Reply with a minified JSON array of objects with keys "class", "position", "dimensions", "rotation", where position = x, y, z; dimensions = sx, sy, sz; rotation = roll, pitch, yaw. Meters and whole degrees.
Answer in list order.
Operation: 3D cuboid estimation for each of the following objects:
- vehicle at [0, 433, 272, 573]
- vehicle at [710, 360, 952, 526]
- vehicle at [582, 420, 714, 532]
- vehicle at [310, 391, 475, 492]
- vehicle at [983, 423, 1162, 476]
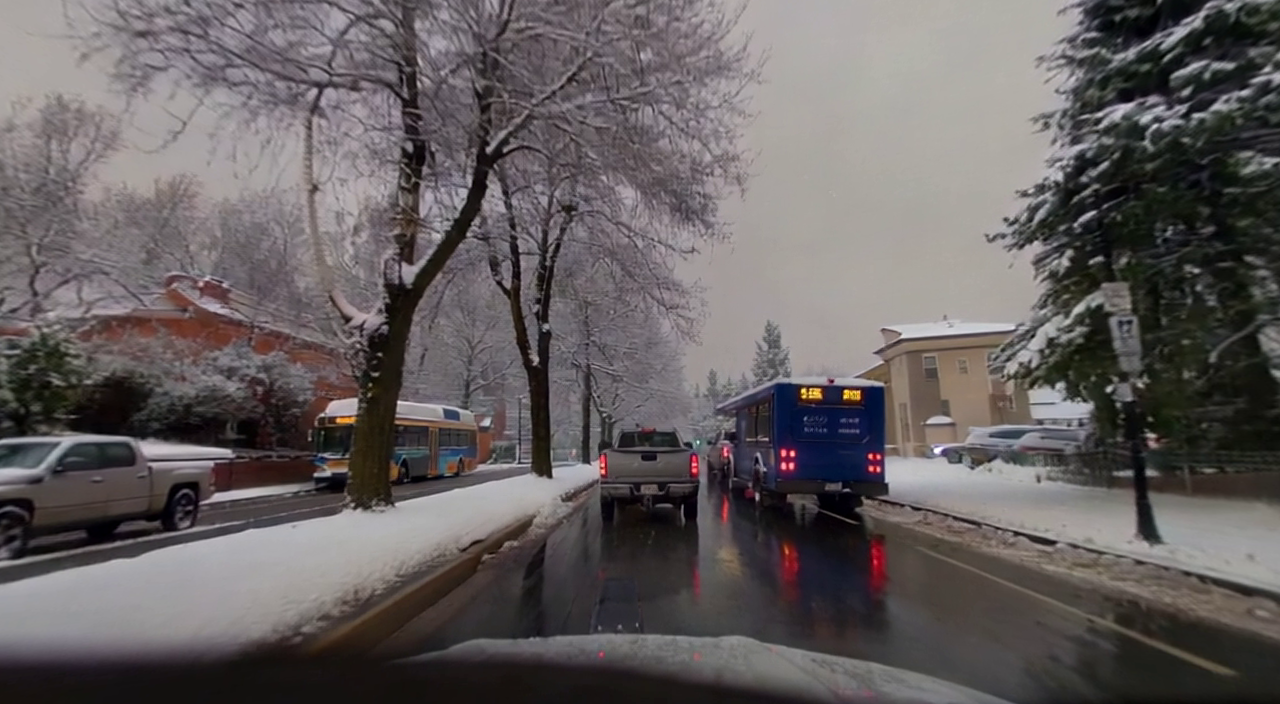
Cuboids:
[{"class":"vehicle","position":[-8.448,2.234,10.276],"dimensions":[2.028,1.728,4.630],"rotation":[0,-8,1]},{"class":"vehicle","position":[4.083,2.433,16.939],"dimensions":[3.088,3.057,10.503],"rotation":[0,-8,-1]},{"class":"vehicle","position":[0.103,2.478,13.368],"dimensions":[2.157,1.816,5.804],"rotation":[0,-8,-1]},{"class":"vehicle","position":[-11.541,4.517,31.640],"dimensions":[2.996,4.022,12.692],"rotation":[0,-8,1]},{"class":"vehicle","position":[14.542,3.306,21.479],"dimensions":[4.452,1.554,2.158],"rotation":[-2,-8,-1]}]
